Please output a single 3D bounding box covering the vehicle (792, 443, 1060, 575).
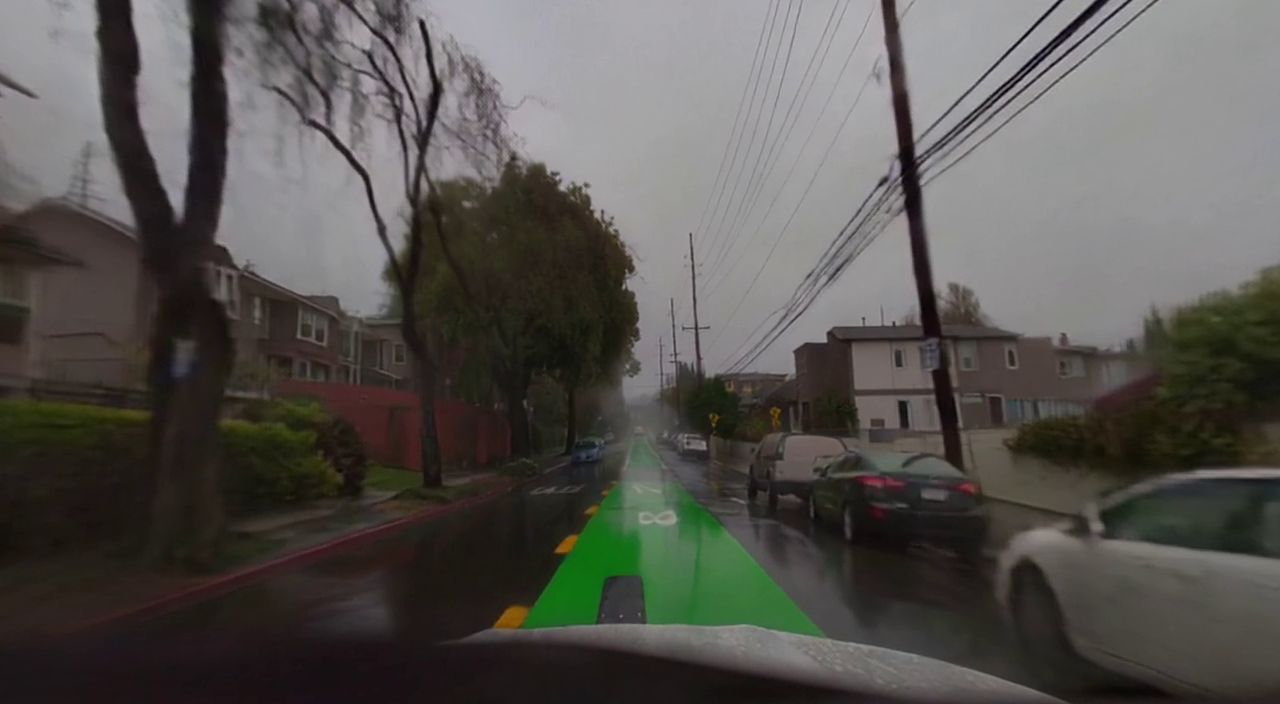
[{"bbox_3d":[3.834,2.145,9.468,1.981,1.512,4.144,0,-9,-1],"label":"vehicle"}]

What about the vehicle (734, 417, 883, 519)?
[{"bbox_3d":[3.686,2.749,14.833,2.054,1.879,4.717,3,-11,-2],"label":"vehicle"}]
